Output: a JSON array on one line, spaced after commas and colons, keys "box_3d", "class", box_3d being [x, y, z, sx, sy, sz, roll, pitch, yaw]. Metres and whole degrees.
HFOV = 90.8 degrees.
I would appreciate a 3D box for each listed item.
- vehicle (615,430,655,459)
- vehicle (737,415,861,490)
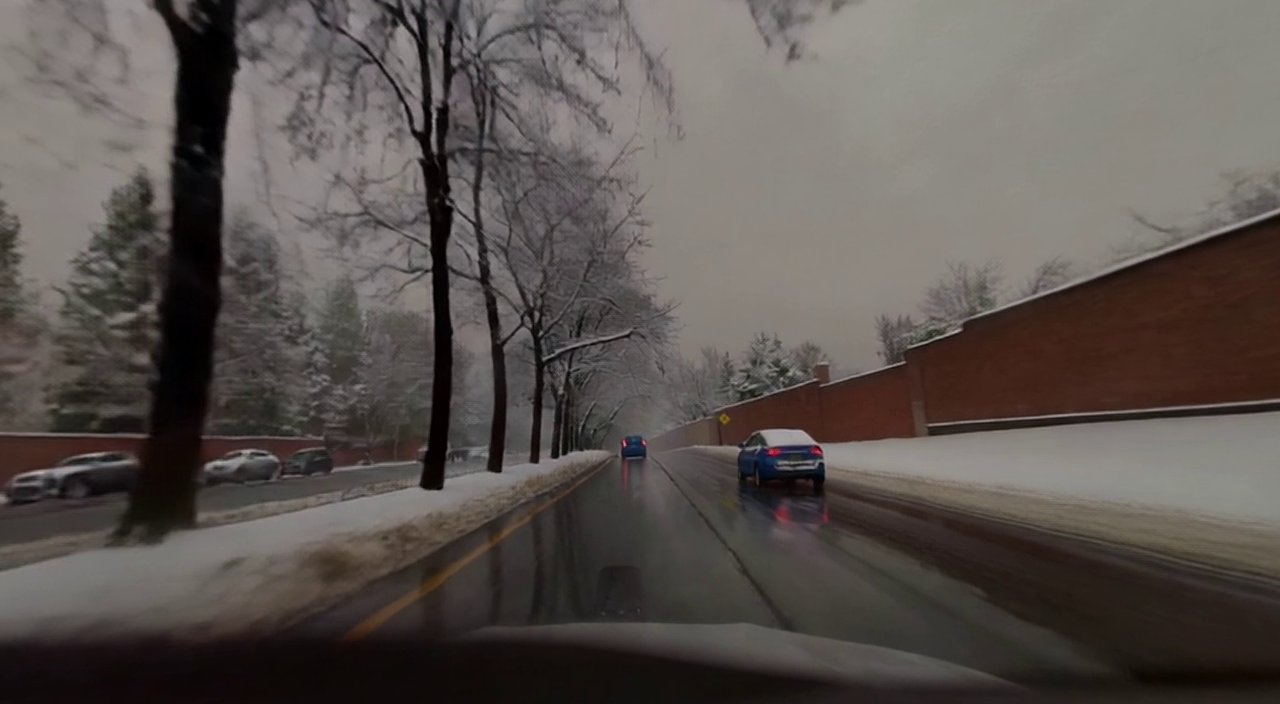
[{"box_3d": [-0.322, 5.885, 40.174, 2.391, 1.739, 3.837, -1, -8, -1], "class": "vehicle"}, {"box_3d": [4.116, 2.694, 17.231, 2.155, 1.752, 4.456, 0, -8, -1], "class": "vehicle"}]
